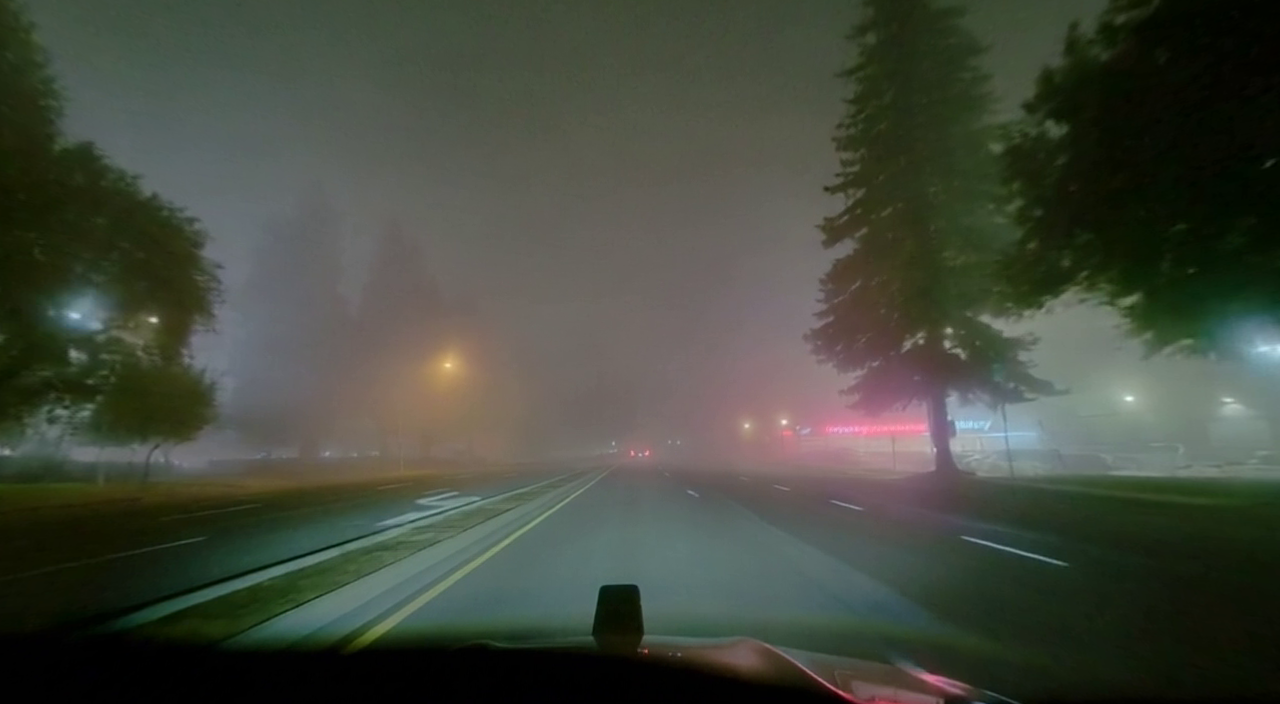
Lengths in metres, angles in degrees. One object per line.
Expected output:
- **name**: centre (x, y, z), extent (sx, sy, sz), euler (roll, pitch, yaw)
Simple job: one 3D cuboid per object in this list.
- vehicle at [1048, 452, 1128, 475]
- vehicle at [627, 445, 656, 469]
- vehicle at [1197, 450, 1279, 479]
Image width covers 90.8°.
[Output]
- **vehicle**: centre (31.858, 7.905, 45.141), extent (2.058, 1.498, 4.870), euler (0, -8, -1)
- **vehicle**: centre (0.101, 7.873, 47.624), extent (2.095, 1.647, 4.205), euler (0, -8, 0)
- **vehicle**: centre (37.568, 6.938, 39.208), extent (1.916, 1.596, 4.358), euler (0, -8, 0)
